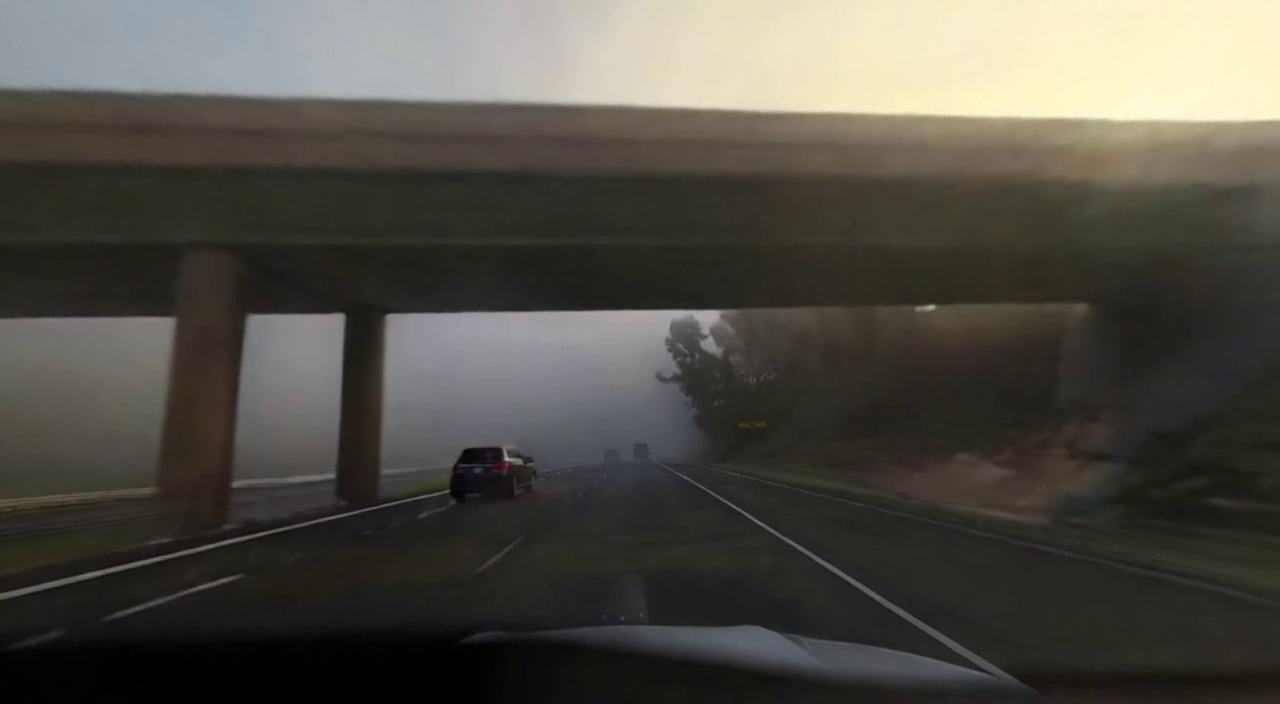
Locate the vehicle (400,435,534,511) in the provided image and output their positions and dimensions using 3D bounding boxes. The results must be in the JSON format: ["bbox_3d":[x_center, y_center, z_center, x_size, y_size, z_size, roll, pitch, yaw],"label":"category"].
[{"bbox_3d":[-4.137,2.967,15.962,2.076,1.637,4.526,0,-9,0],"label":"vehicle"}]
